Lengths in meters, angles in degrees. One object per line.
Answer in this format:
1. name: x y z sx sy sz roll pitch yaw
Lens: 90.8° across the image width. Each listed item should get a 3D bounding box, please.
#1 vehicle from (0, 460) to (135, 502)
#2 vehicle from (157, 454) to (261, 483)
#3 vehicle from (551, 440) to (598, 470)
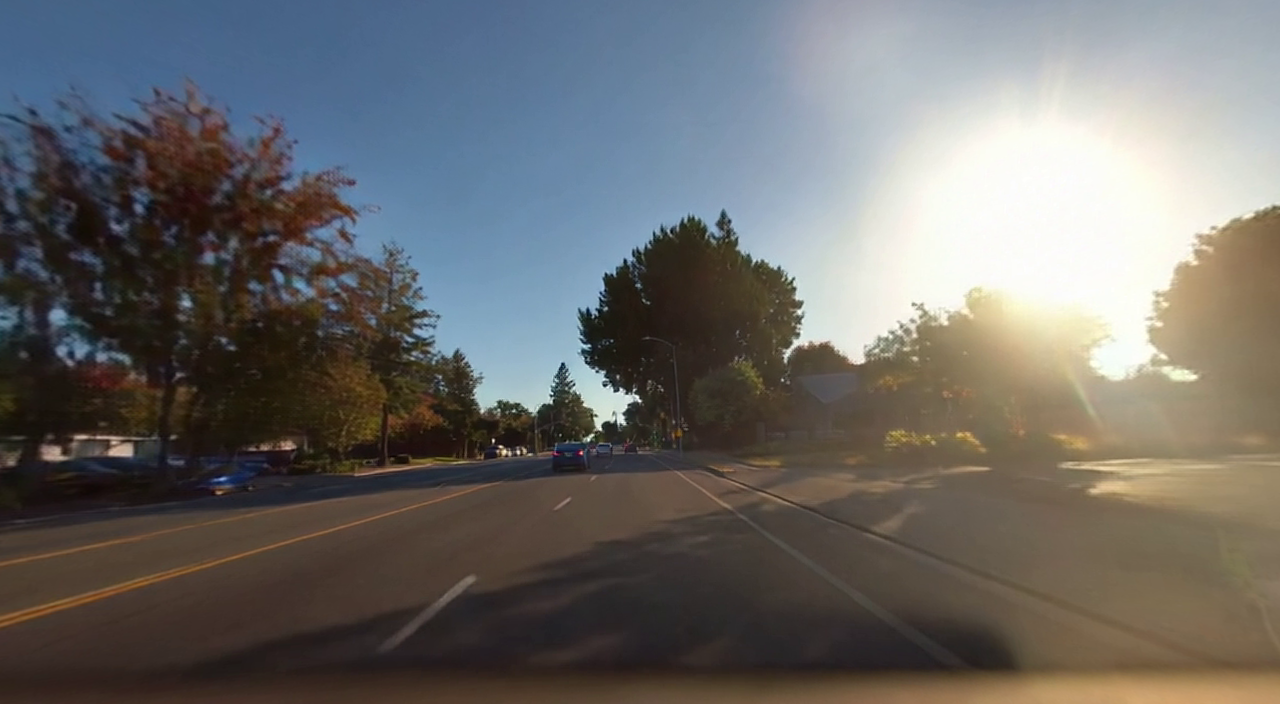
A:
1. vehicle: -22.227 4.886 24.121 4.252 1.458 1.915 0 -8 1
2. vehicle: -23.908 6.457 35.175 4.235 1.456 2.171 0 -8 0
3. vehicle: -3.415 5.444 33.656 2.030 1.467 4.251 0 -8 0
